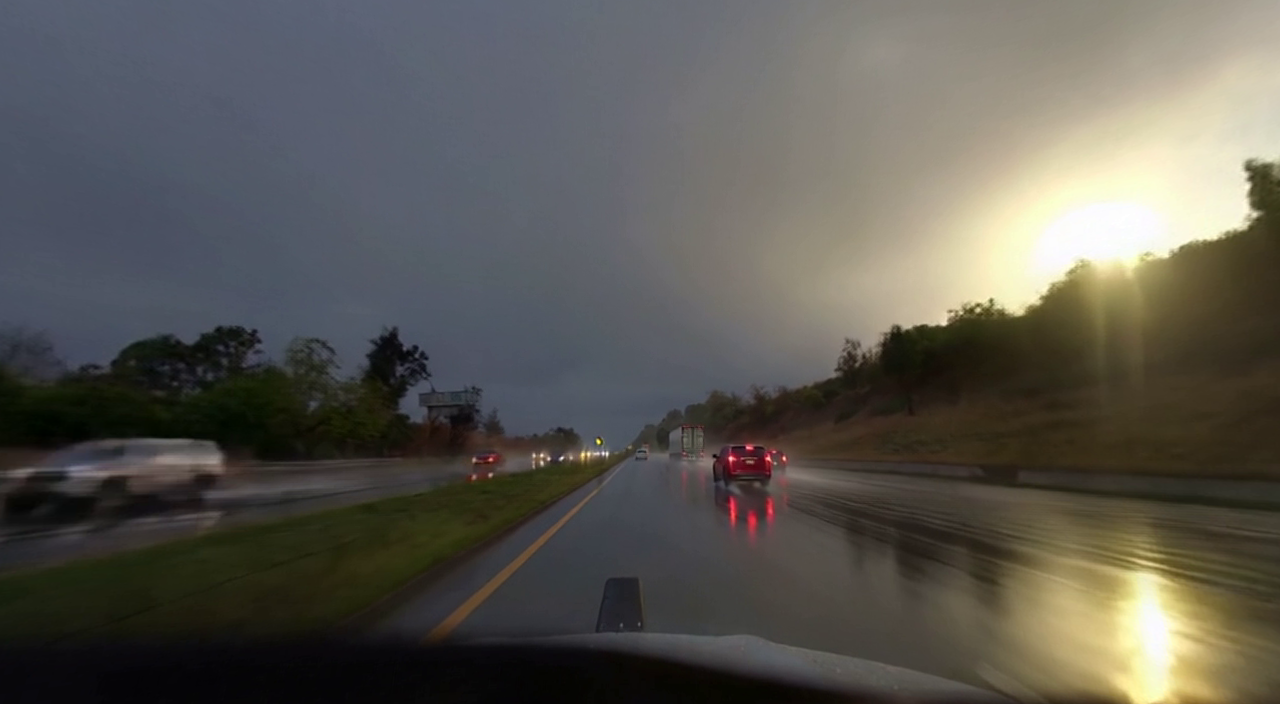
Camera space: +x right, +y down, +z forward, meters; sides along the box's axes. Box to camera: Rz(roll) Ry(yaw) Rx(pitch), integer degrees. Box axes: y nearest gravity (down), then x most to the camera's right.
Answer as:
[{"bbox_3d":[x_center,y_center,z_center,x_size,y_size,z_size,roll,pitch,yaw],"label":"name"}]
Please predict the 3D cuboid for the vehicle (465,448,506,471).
[{"bbox_3d":[-11.668,8.152,47.925,1.961,1.615,4.473,0,-9,1],"label":"vehicle"}]

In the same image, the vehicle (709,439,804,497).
[{"bbox_3d":[3.659,3.749,20.704,2.130,1.658,4.537,0,-9,-2],"label":"vehicle"}]
